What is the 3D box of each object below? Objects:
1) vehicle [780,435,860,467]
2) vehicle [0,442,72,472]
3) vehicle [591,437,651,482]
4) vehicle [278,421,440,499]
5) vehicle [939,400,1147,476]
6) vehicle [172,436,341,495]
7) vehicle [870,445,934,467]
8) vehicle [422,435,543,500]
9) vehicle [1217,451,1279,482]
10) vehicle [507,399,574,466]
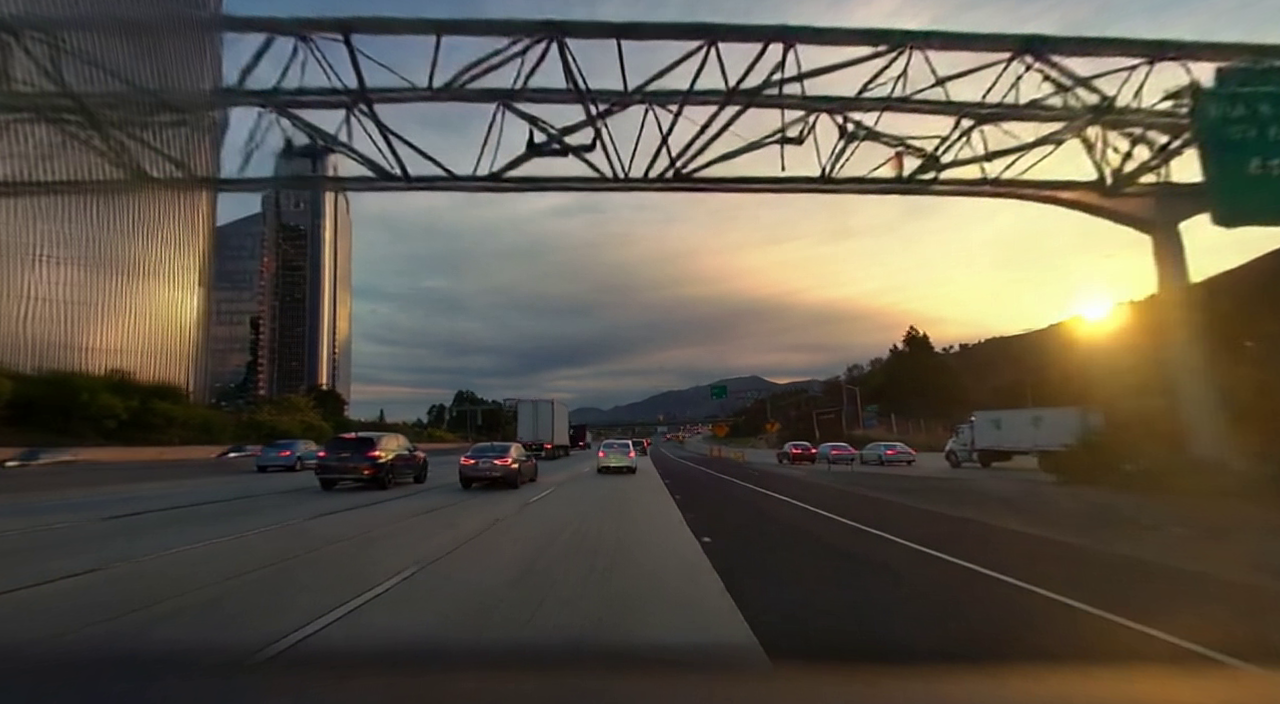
[{"bbox_3d":[12.096,6.699,42.738,2.415,1.972,5.572,3,-9,-19],"label":"vehicle"},{"bbox_3d":[-37.257,6.249,37.768,1.955,1.667,4.683,0,-9,-1],"label":"vehicle"},{"bbox_3d":[-0.635,3.895,23.003,1.991,1.488,3.922,0,-9,0],"label":"vehicle"},{"bbox_3d":[-7.493,2.938,17.483,2.190,1.821,4.800,0,-8,1],"label":"vehicle"},{"bbox_3d":[23.069,5.055,36.700,3.015,3.855,9.519,8,-12,-43],"label":"vehicle"},{"bbox_3d":[-11.070,3.291,18.701,1.987,1.495,4.710,0,-8,1],"label":"vehicle"},{"bbox_3d":[19.005,7.544,45.935,1.902,1.494,4.239,3,-9,-19],"label":"vehicle"},{"bbox_3d":[-4.005,3.006,16.810,2.016,1.497,4.235,0,-9,2],"label":"vehicle"},{"bbox_3d":[32.808,5.875,32.332,4.258,1.498,1.904,-1,-9,5],"label":"vehicle"},{"bbox_3d":[-5.459,4.694,36.010,2.955,3.359,8.322,1,-9,-4],"label":"vehicle"}]
